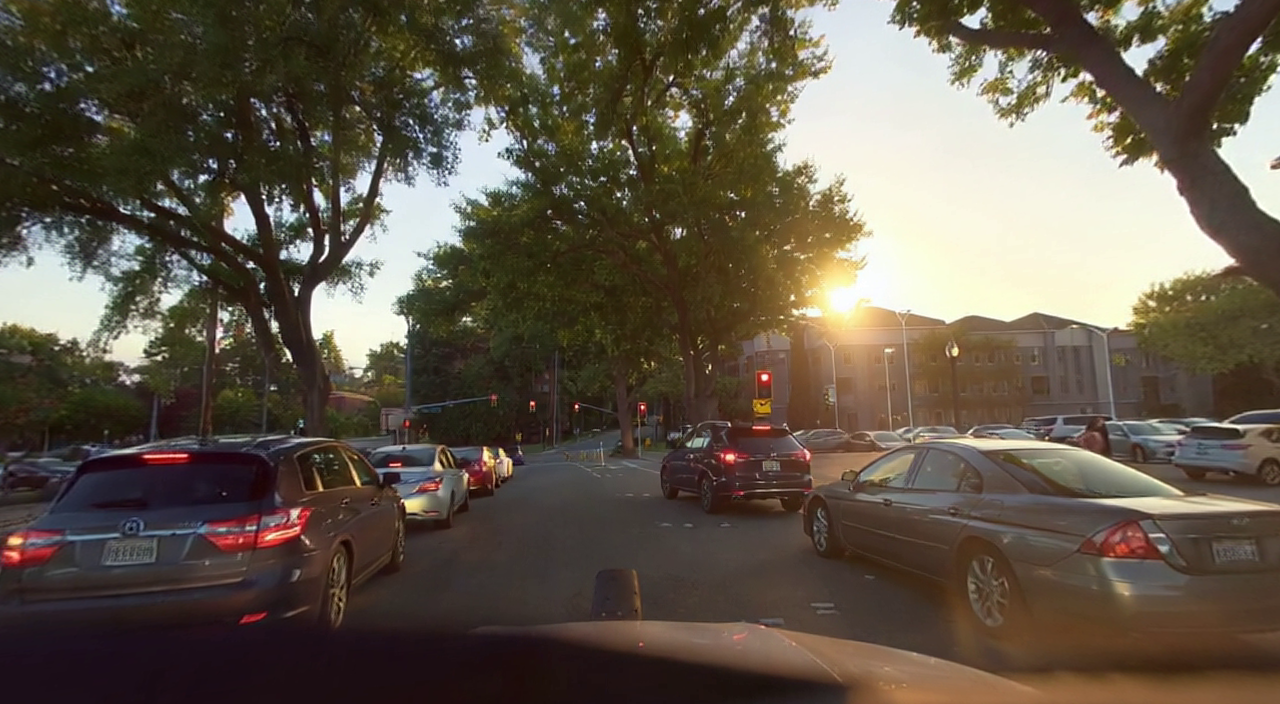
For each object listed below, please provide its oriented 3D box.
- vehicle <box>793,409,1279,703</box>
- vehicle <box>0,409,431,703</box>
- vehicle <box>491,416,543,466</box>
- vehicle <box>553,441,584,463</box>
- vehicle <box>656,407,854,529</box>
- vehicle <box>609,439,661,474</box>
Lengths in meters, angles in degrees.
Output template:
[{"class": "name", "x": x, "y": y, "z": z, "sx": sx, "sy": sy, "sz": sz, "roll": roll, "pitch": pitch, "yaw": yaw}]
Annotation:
[{"class": "vehicle", "x": 3.160, "y": 1.399, "z": 5.634, "sx": 1.904, "sy": 1.494, "sz": 4.864, "roll": 1, "pitch": -8, "yaw": -6}, {"class": "vehicle", "x": -2.903, "y": 1.341, "z": 5.131, "sx": 1.968, "sy": 1.497, "sz": 4.286, "roll": 2, "pitch": -9, "yaw": -14}, {"class": "vehicle", "x": -8.583, "y": 6.363, "z": 45.040, "sx": 2.820, "sy": 3.263, "sz": 7.986, "roll": 1, "pitch": -8, "yaw": -6}, {"class": "vehicle", "x": -5.276, "y": 7.343, "z": 46.531, "sx": 2.095, "sy": 1.473, "sz": 4.301, "roll": 1, "pitch": -8, "yaw": -7}, {"class": "vehicle", "x": 1.905, "y": 2.244, "z": 12.870, "sx": 2.324, "sy": 1.907, "sz": 5.634, "roll": 1, "pitch": -8, "yaw": -7}, {"class": "vehicle", "x": -0.319, "y": 4.779, "z": 29.189, "sx": 1.910, "sy": 1.493, "sz": 4.490, "roll": 1, "pitch": -8, "yaw": -7}]
